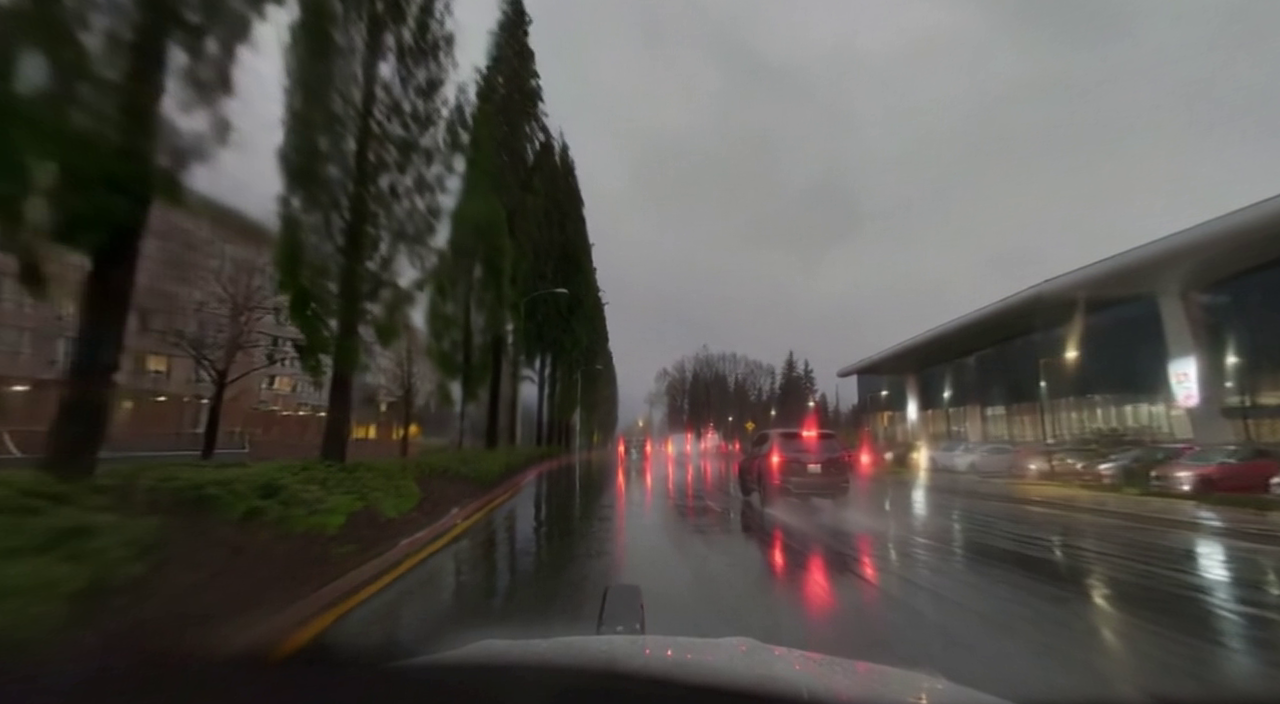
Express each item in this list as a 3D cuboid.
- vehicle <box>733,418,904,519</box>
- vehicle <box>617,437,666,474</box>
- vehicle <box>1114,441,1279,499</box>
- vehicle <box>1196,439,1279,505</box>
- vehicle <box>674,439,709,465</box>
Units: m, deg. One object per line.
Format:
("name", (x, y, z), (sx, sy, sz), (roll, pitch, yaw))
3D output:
("vehicle", (3.587, 2.473, 13.886), (2.235, 1.806, 4.818), (0, -9, -1))
("vehicle", (0.020, 4.878, 29.936), (2.145, 1.572, 4.021), (0, -9, -1))
("vehicle", (17.400, 3.625, 19.753), (4.287, 1.616, 2.089), (3, -10, -22))
("vehicle", (17.271, 3.203, 17.072), (3.591, 1.628, 1.988), (4, -10, -27))
("vehicle", (3.508, 6.889, 43.665), (1.976, 1.725, 4.159), (0, -9, -1))
